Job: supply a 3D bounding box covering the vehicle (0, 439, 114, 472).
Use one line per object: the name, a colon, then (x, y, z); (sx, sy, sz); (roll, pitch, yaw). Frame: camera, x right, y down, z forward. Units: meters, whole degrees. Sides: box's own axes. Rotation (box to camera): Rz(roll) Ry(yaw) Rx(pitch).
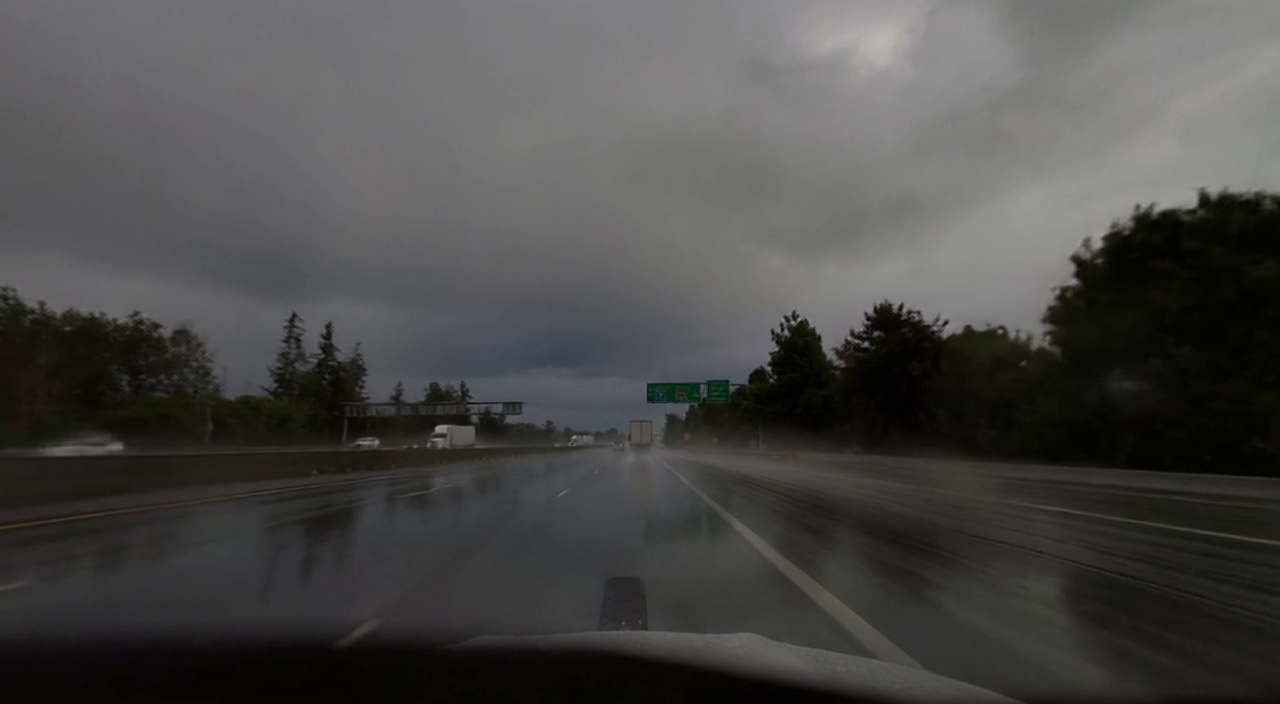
vehicle: (-28.059, 4.899, 29.986); (1.839, 1.446, 4.548); (0, -8, 1)
